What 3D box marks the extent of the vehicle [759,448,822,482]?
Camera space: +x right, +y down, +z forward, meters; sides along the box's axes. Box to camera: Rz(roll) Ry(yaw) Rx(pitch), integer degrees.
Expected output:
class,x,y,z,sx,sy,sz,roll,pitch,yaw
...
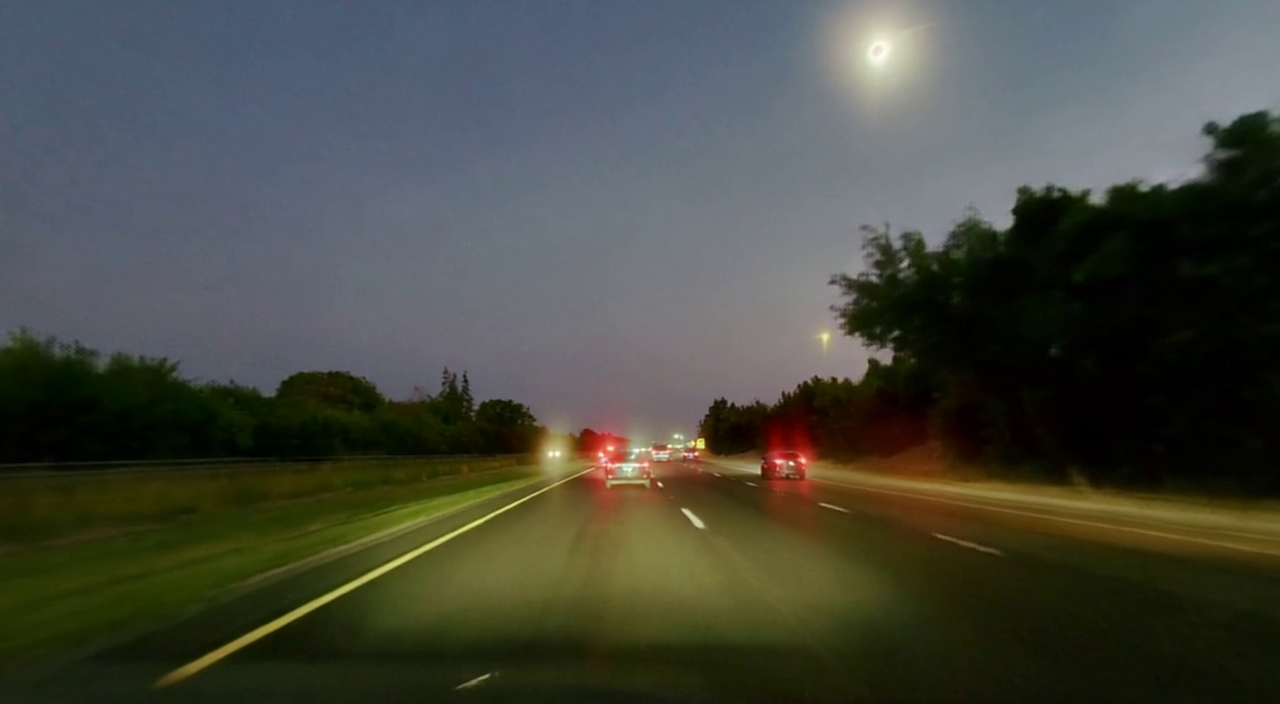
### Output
class,x,y,z,sx,sy,sz,roll,pitch,yaw
vehicle,6.985,5.252,29.611,1.926,1.483,3.528,0,-9,-2

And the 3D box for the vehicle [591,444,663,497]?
class,x,y,z,sx,sy,sz,roll,pitch,yaw
vehicle,-0.429,3.690,20.028,2.053,1.483,4.185,0,-9,-2
